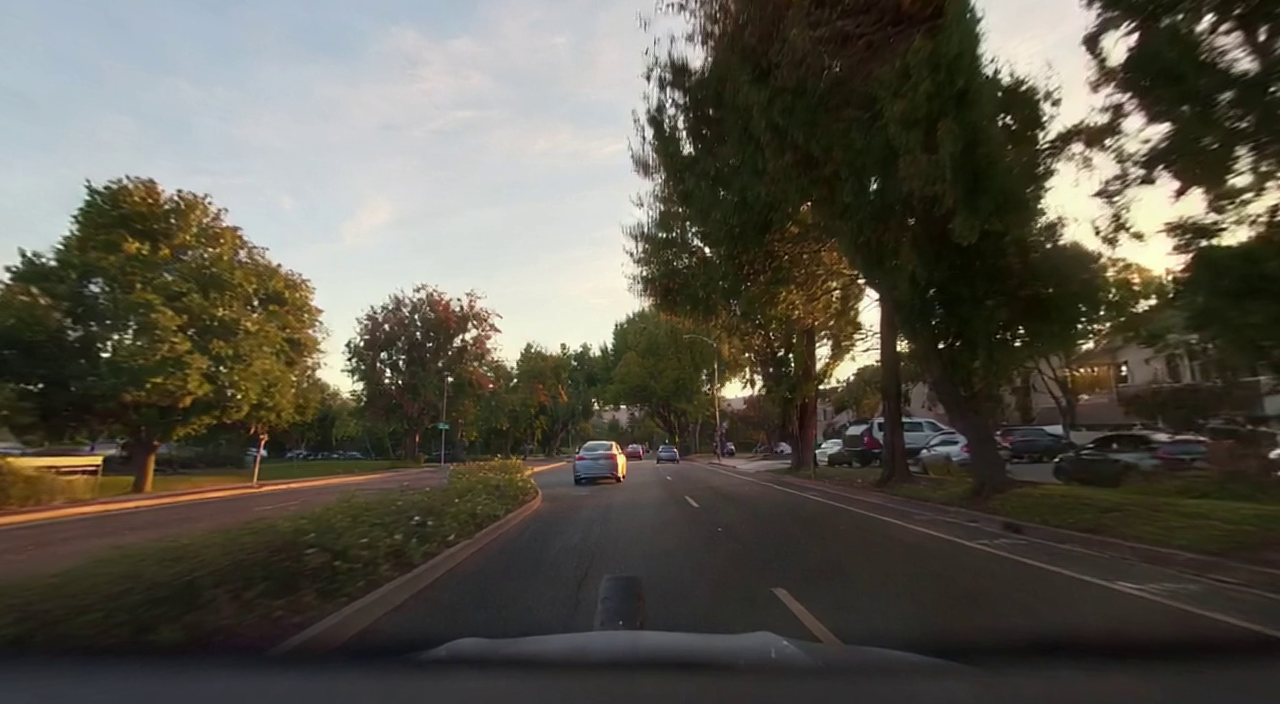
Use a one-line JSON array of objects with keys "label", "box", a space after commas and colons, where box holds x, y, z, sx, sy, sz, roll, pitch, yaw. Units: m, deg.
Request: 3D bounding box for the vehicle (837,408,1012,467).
[{"label": "vehicle", "box": [11.806, 3.653, 26.693, 2.483, 2.209, 6.171, 8, -11, -42]}]

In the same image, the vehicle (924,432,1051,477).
[{"label": "vehicle", "box": [12.164, 3.590, 22.246, 1.740, 1.431, 3.431, 8, -11, -42]}]

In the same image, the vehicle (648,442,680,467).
[{"label": "vehicle", "box": [1.567, 6.864, 42.427, 2.003, 1.614, 4.072, 0, -8, 1]}]

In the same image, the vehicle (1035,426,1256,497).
[{"label": "vehicle", "box": [12.013, 2.592, 15.223, 3.848, 1.459, 1.951, -7, -11, 41]}]

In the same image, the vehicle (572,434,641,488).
[{"label": "vehicle", "box": [-1.279, 3.890, 22.882, 2.205, 1.706, 4.904, 1, -8, -5]}]
